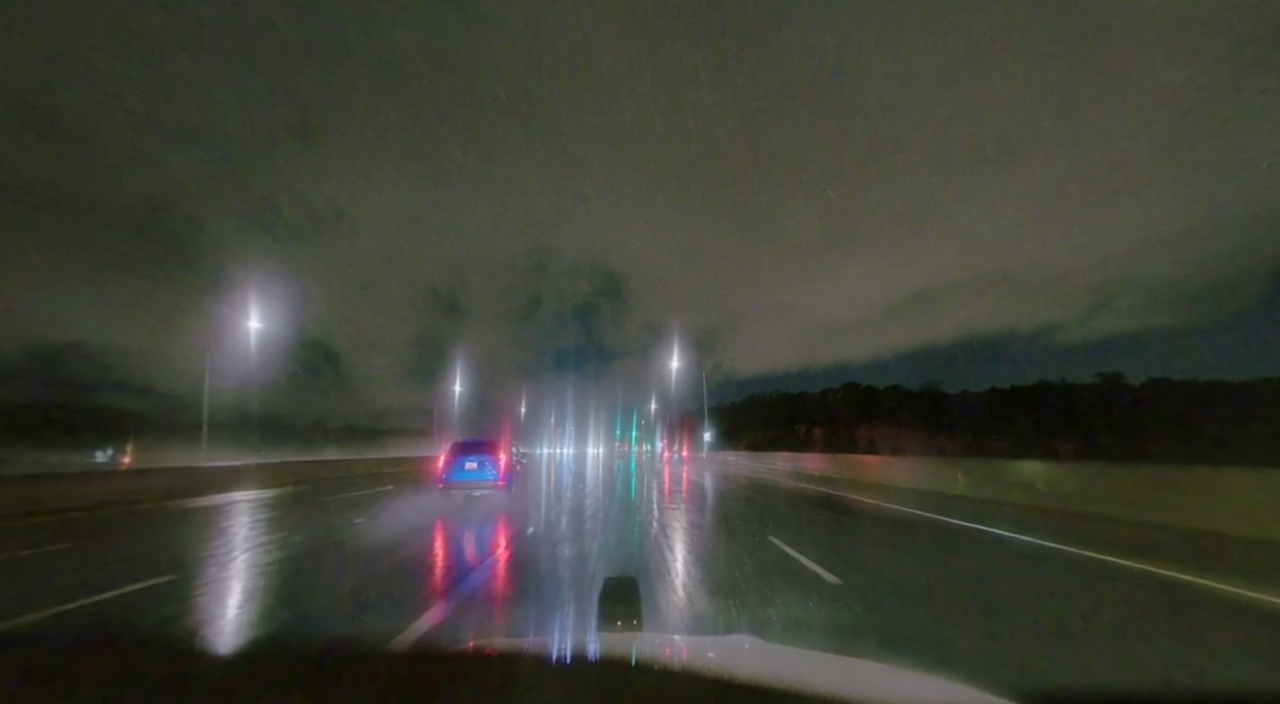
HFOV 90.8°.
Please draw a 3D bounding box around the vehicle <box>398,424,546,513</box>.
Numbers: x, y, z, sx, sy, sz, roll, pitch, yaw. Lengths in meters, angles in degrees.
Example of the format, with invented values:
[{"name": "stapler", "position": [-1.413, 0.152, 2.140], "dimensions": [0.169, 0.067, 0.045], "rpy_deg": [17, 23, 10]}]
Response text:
[{"name": "vehicle", "position": [-3.821, 2.770, 15.517], "dimensions": [2.205, 1.773, 5.124], "rpy_deg": [0, -9, 0]}]
